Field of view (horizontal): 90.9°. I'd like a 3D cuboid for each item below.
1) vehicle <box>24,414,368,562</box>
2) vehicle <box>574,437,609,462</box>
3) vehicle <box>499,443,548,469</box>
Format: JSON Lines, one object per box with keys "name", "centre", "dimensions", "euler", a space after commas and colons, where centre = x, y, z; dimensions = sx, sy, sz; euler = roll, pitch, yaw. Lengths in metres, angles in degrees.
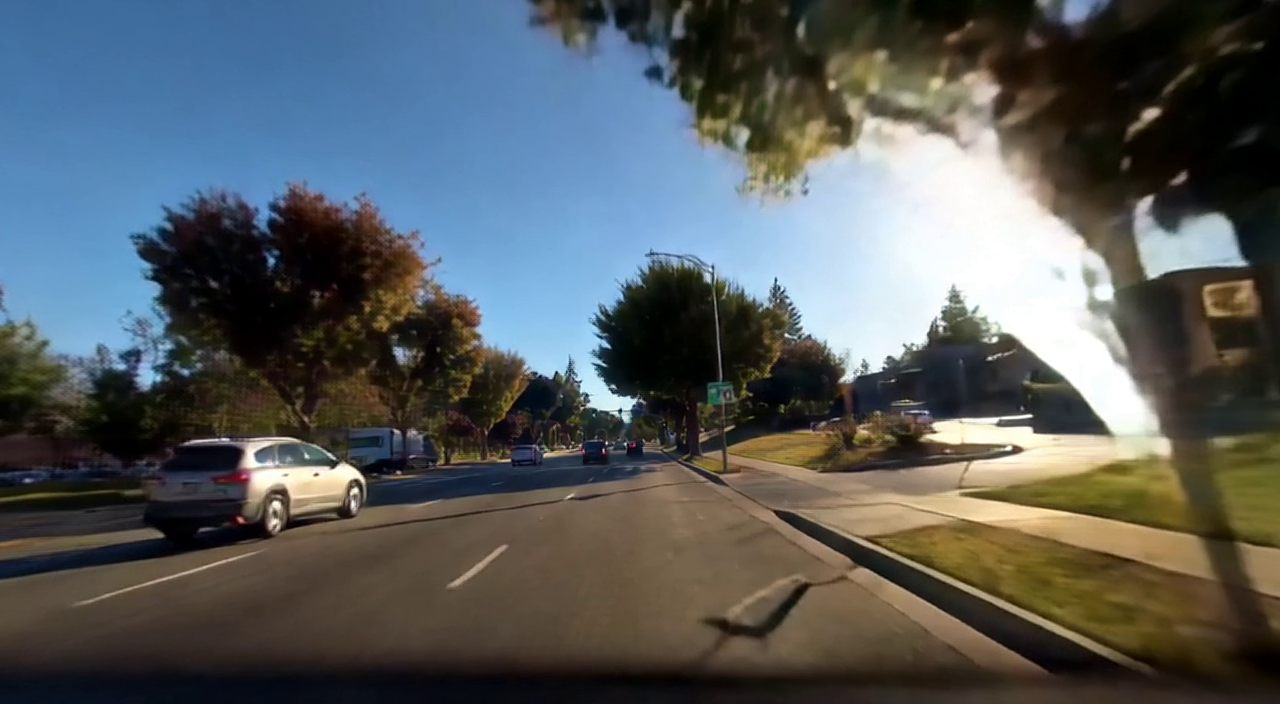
{"name": "vehicle", "centre": [-6.680, 2.090, 10.458], "dimensions": [2.137, 1.835, 4.844], "euler": [0, -9, 0]}
{"name": "vehicle", "centre": [-3.273, 6.687, 43.220], "dimensions": [2.100, 1.661, 3.837], "euler": [0, -9, 1]}
{"name": "vehicle", "centre": [-6.821, 6.124, 37.386], "dimensions": [2.072, 1.427, 4.328], "euler": [0, -9, 0]}
